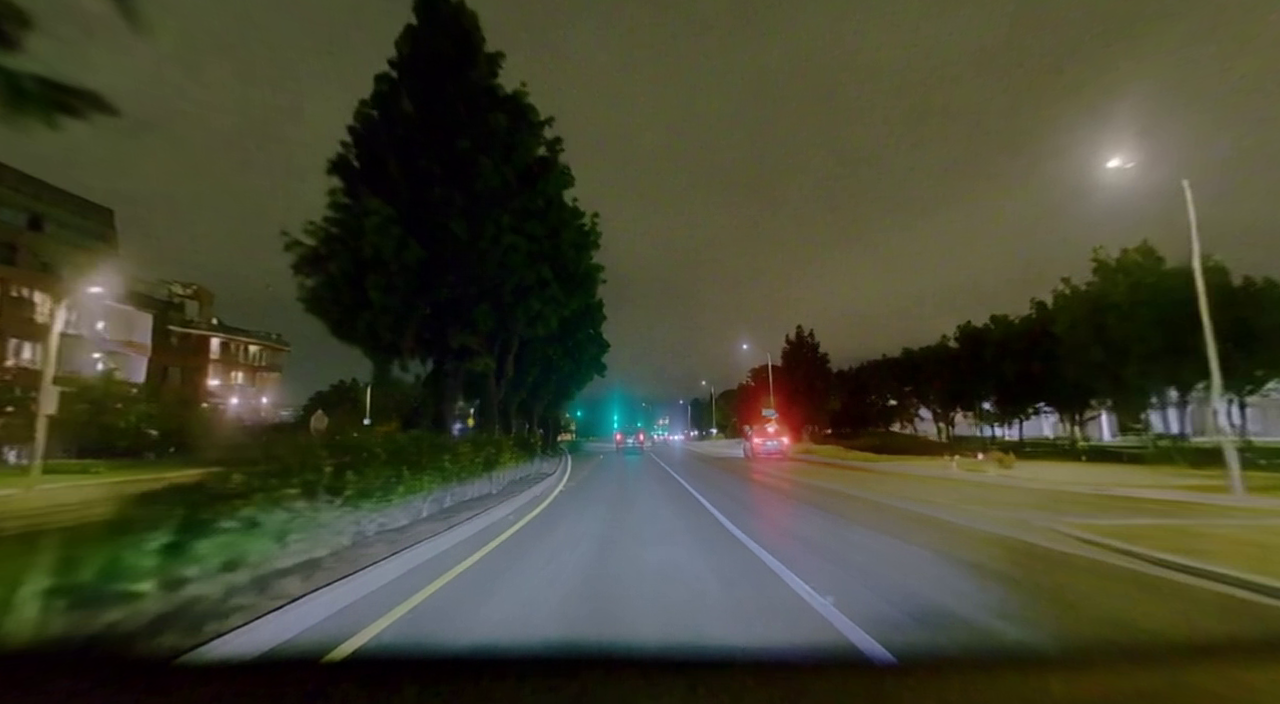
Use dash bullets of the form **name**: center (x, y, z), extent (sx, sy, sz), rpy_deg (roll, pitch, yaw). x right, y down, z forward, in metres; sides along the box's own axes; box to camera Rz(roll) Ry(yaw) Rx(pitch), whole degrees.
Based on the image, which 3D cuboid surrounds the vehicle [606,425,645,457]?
- **vehicle**: center (-0.878, 5.312, 37.670), extent (2.193, 1.794, 4.457), rpy_deg (0, -8, -2)

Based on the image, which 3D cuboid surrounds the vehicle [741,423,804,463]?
- **vehicle**: center (6.411, 4.493, 31.116), extent (2.026, 1.804, 4.565), rpy_deg (0, -8, -1)
